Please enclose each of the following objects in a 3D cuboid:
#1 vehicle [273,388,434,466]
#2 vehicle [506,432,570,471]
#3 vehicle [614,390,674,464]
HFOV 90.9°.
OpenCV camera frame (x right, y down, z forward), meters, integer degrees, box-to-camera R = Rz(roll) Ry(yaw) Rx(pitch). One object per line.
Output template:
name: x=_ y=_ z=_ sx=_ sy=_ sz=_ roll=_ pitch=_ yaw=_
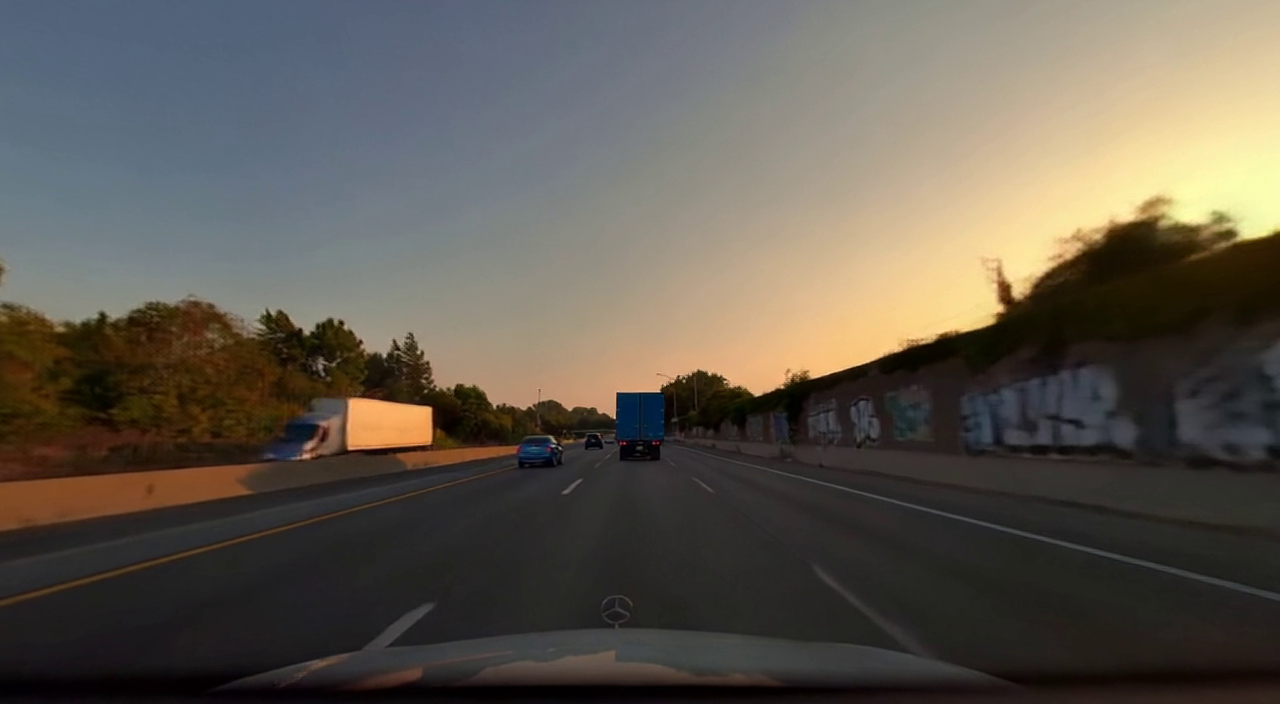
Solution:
vehicle: x=-18.377 y=5.215 z=42.800 sx=3.166 sy=4.222 sz=16.648 roll=0 pitch=-8 yaw=0
vehicle: x=-4.250 y=4.202 z=26.921 sx=1.948 sy=1.526 sz=4.525 roll=0 pitch=-8 yaw=0
vehicle: x=0.118 y=4.326 z=35.879 sx=2.927 sy=3.649 sz=9.443 roll=0 pitch=-8 yaw=-1
